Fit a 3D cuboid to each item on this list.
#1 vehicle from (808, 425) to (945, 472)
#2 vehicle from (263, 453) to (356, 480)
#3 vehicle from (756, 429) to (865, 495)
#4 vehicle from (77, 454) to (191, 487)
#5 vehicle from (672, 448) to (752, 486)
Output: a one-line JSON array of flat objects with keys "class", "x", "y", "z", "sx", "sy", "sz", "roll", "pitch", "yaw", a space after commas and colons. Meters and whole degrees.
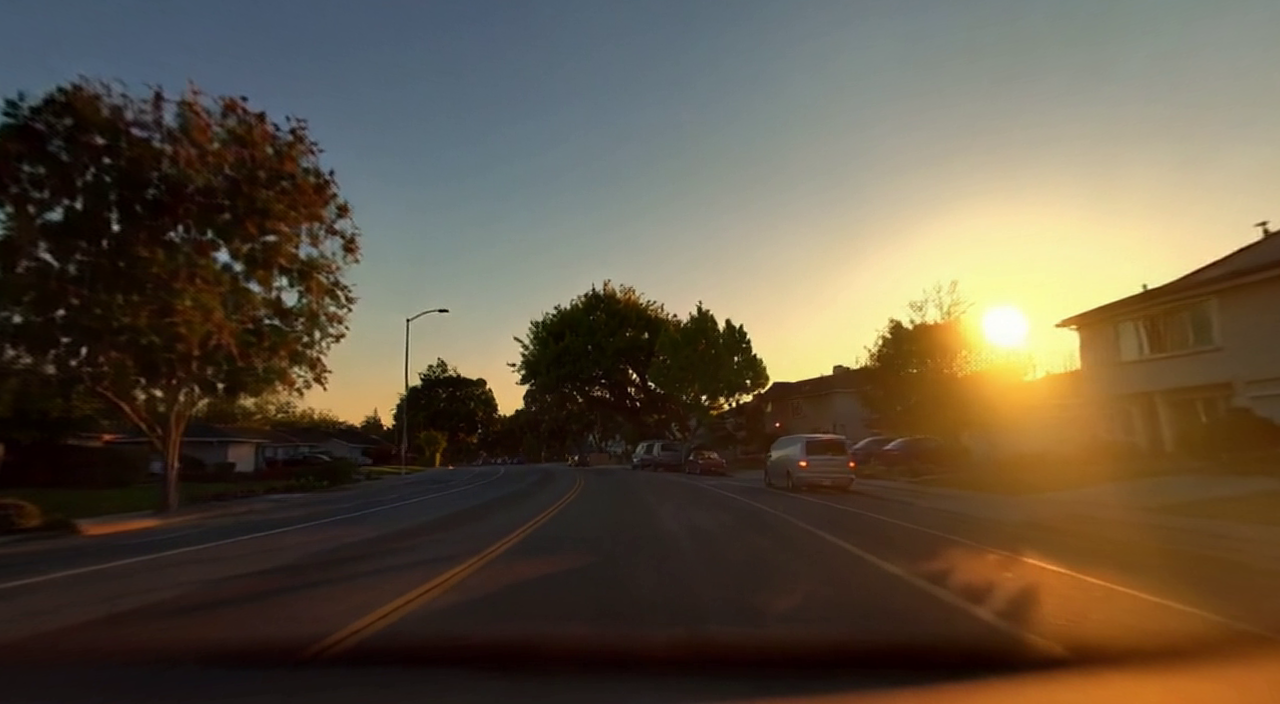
[{"class": "vehicle", "x": 13.350, "y": 5.575, "z": 36.169, "sx": 6.635, "sy": 2.414, "sz": 2.896, "roll": -1, "pitch": -12, "yaw": 4}, {"class": "vehicle", "x": -19.816, "y": 6.842, "z": 38.064, "sx": 4.502, "sy": 1.511, "sz": 1.939, "roll": 2, "pitch": -9, "yaw": -12}, {"class": "vehicle", "x": 6.016, "y": 3.952, "z": 23.095, "sx": 2.305, "sy": 2.111, "sz": 4.965, "roll": 0, "pitch": -8, "yaw": -3}, {"class": "vehicle", "x": -25.944, "y": 6.066, "z": 32.533, "sx": 3.977, "sy": 1.501, "sz": 2.143, "roll": 0, "pitch": -8, "yaw": -6}, {"class": "vehicle", "x": 3.592, "y": 5.900, "z": 32.803, "sx": 2.713, "sy": 1.671, "sz": 4.939, "roll": 1, "pitch": -8, "yaw": -11}]
